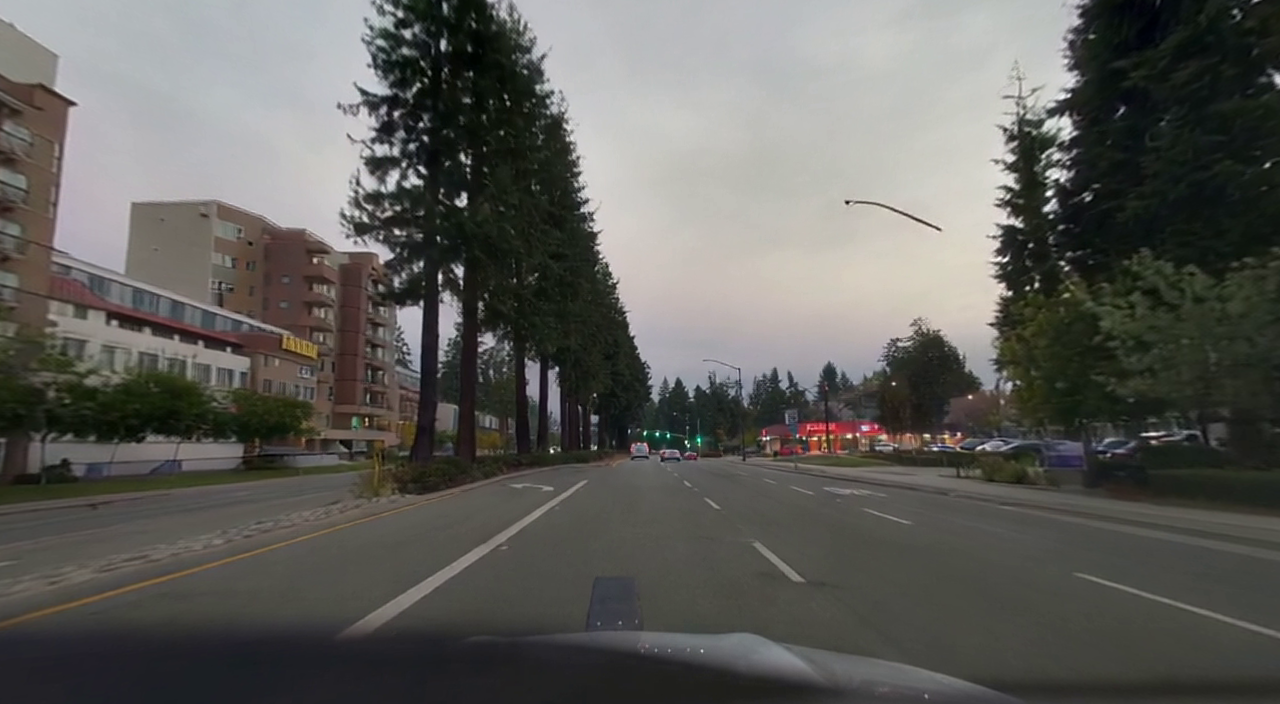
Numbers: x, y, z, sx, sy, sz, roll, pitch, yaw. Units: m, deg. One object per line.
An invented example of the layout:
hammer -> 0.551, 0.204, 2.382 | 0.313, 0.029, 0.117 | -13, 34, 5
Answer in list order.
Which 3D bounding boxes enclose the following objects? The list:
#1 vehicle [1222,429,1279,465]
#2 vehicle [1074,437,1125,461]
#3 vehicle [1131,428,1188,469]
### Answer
vehicle -> 37.916, 5.769, 38.375 | 2.049, 2.036, 5.107 | -2, -8, 23
vehicle -> 31.999, 6.744, 44.122 | 2.133, 1.584, 4.842 | -4, -9, 28
vehicle -> 31.950, 5.919, 38.981 | 2.229, 2.281, 5.488 | -4, -9, 35
